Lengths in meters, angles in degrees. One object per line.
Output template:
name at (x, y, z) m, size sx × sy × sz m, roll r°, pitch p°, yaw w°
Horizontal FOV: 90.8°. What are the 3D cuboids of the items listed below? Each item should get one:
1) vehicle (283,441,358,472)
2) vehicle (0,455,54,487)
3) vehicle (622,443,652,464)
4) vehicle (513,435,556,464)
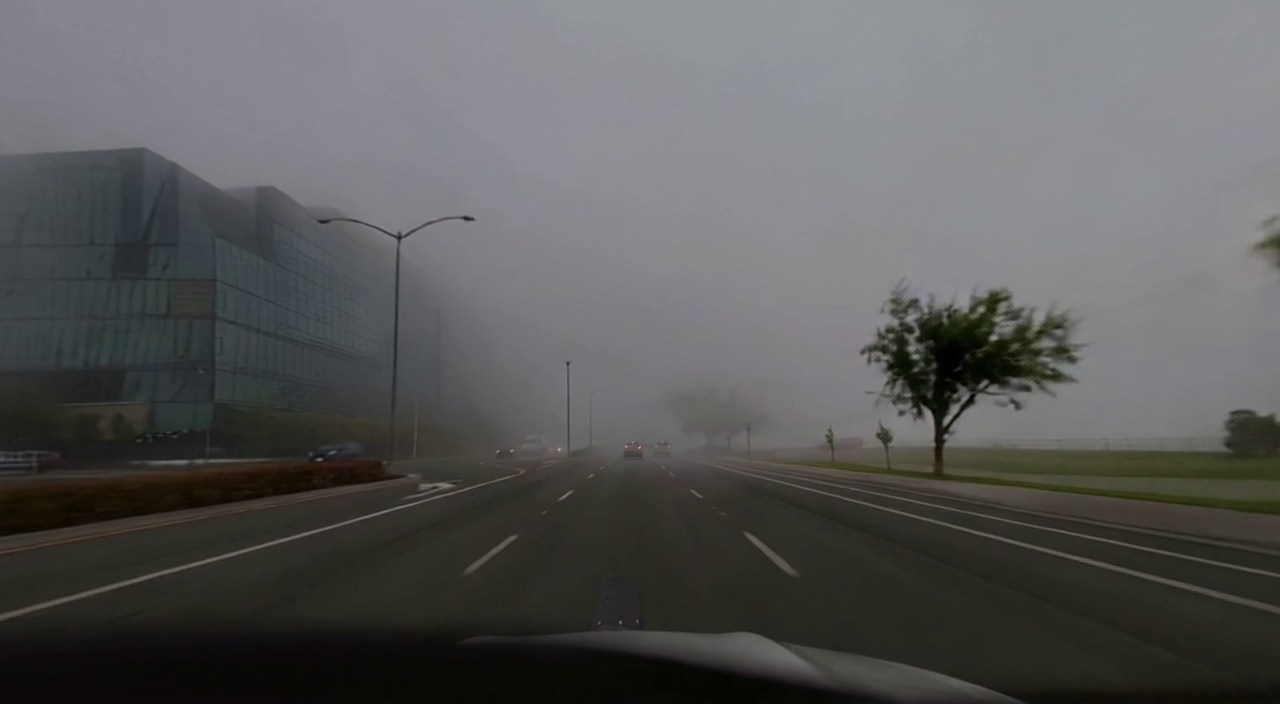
vehicle at (-21.291, 6.937, 42.380) m, size 2.180 × 1.902 × 5.475 m, roll 0°, pitch -8°, yaw 0°
vehicle at (-34.524, 6.436, 34.291) m, size 4.090 × 1.598 × 1.906 m, roll -2°, pitch -9°, yaw 14°
vehicle at (-0.247, 7.197, 44.998) m, size 2.080 × 1.445 × 4.096 m, roll 0°, pitch -8°, yaw -2°
vehicle at (-8.234, 7.650, 49.911) m, size 2.631 × 1.990 × 5.787 m, roll -2°, pitch -7°, yaw -3°
